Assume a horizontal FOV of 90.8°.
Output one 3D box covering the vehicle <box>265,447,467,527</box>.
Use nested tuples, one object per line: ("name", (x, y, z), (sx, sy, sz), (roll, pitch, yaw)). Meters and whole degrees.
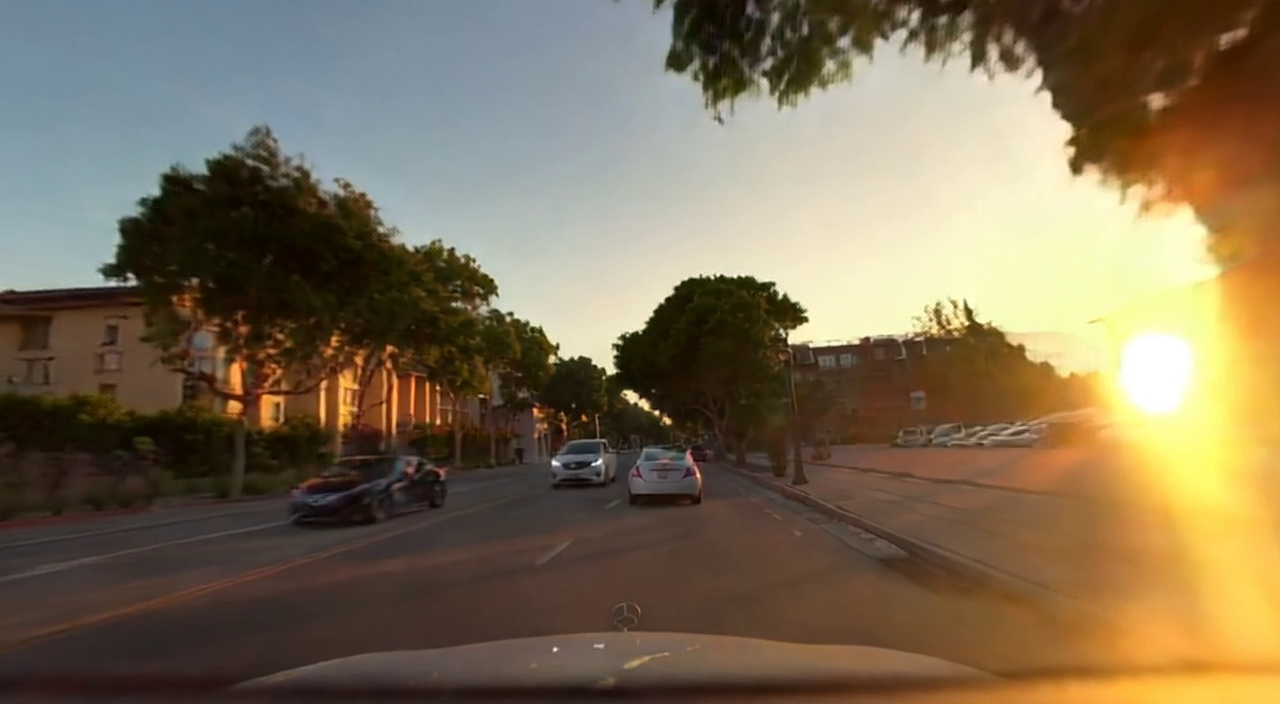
("vehicle", (-5.778, 2.877, 14.166), (2.170, 1.465, 4.648), (-1, -9, 4))

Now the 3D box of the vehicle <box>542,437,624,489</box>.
("vehicle", (-1.964, 4.063, 23.473), (2.294, 1.695, 4.792), (-1, -8, 4))

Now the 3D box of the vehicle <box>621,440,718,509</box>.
("vehicle", (0.769, 2.991, 15.978), (2.116, 1.479, 4.358), (-1, -8, 3))
